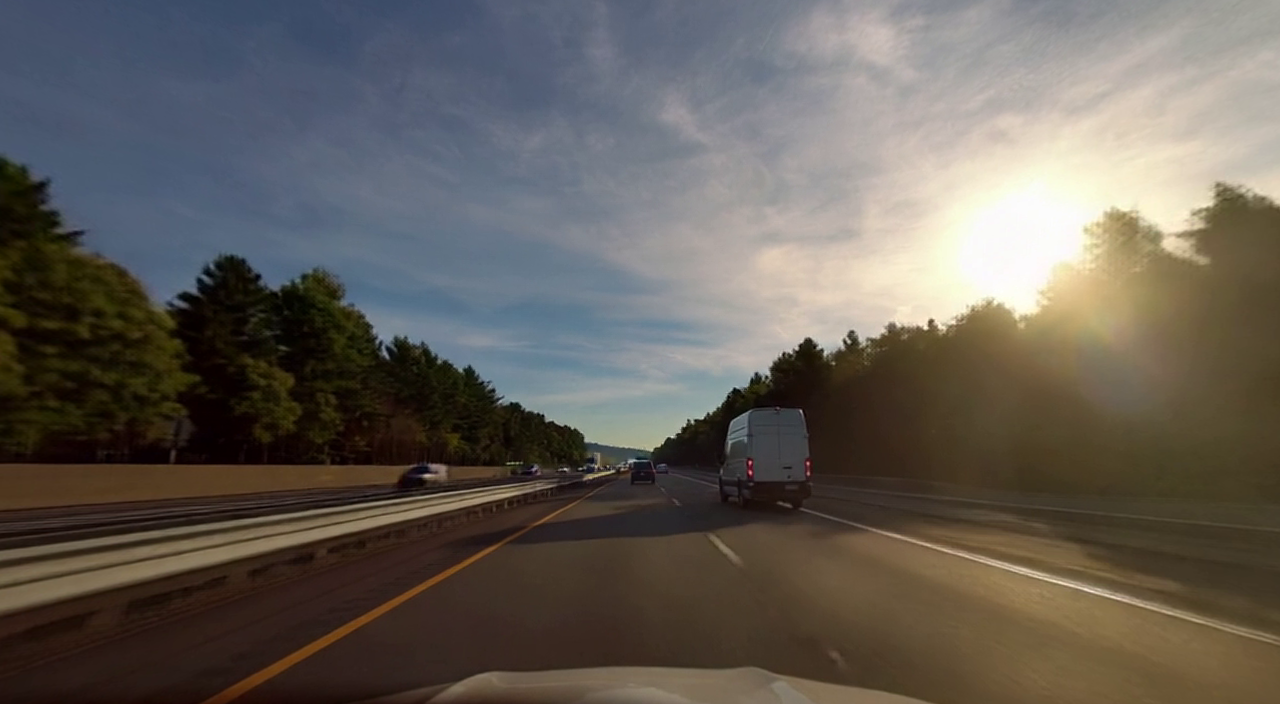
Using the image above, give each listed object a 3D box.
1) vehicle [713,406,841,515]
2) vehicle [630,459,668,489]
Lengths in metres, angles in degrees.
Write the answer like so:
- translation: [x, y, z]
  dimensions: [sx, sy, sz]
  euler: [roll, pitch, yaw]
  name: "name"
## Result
- translation: [4.194, 3.637, 20.977]
  dimensions: [2.563, 2.975, 6.941]
  euler: [1, -10, -1]
  name: "vehicle"
- translation: [0.560, 7.551, 39.151]
  dimensions: [2.212, 1.717, 4.452]
  euler: [0, -10, 1]
  name: "vehicle"
